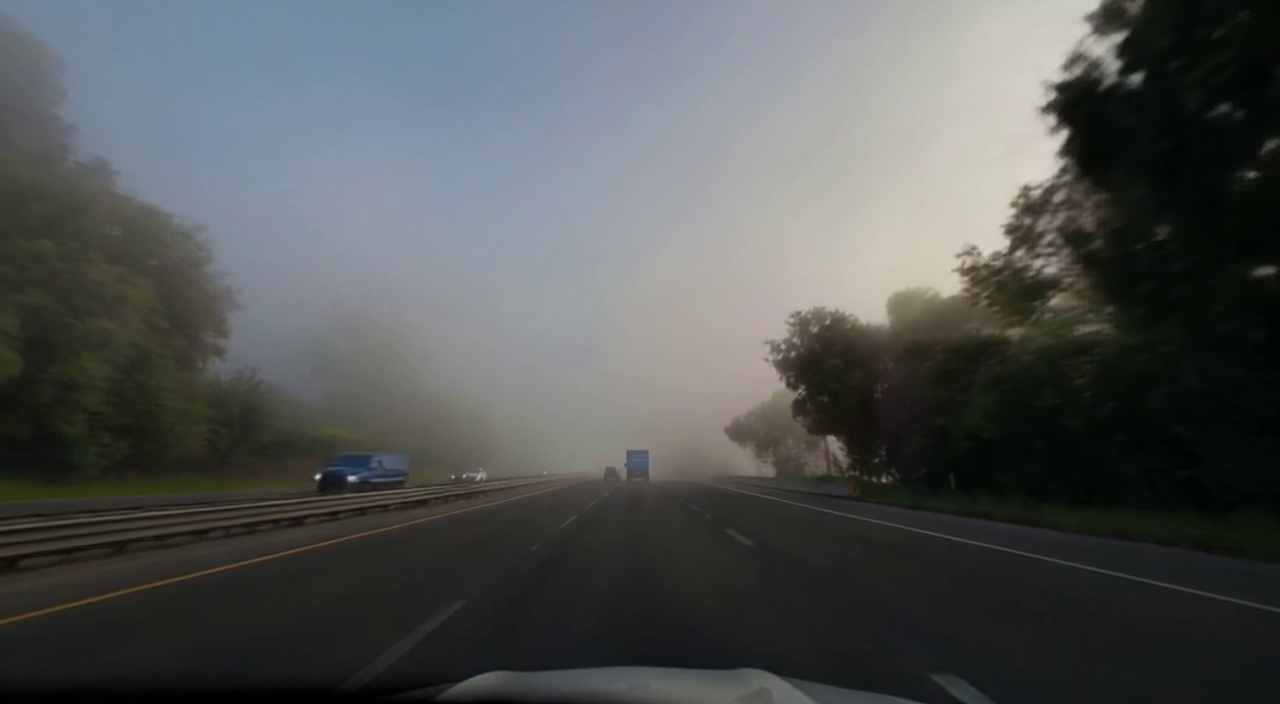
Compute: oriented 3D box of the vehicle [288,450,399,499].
[{"bbox_3d":[-13.007,5.437,28.151,2.242,1.891,5.442,1,-10,0],"label":"vehicle"}]
